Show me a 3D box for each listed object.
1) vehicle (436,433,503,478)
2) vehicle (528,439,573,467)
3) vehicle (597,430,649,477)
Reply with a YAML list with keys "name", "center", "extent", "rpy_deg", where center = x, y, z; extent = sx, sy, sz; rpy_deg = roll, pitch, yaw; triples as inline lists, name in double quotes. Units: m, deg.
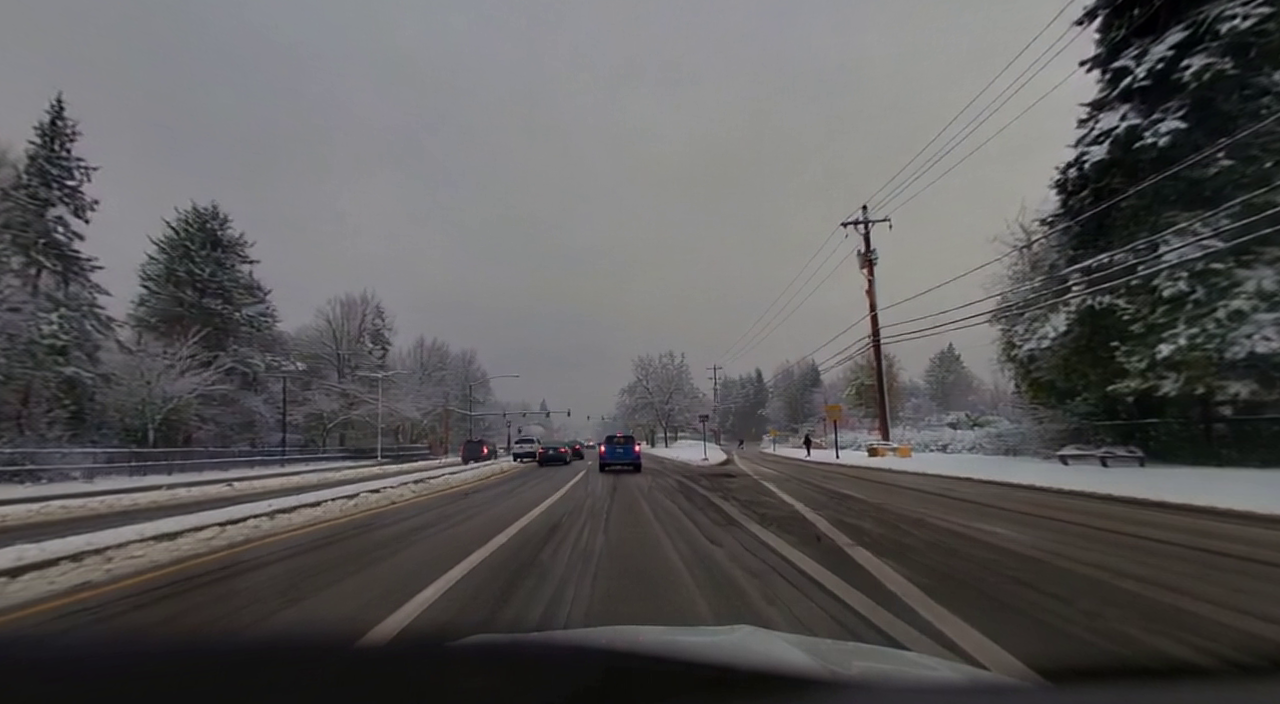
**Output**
- name: "vehicle"
  center: [-6.858, 4.187, 25.828]
  extent: [1.860, 1.634, 4.089]
  rpy_deg: [1, -8, -4]
- name: "vehicle"
  center: [-4.995, 5.685, 35.796]
  extent: [2.087, 1.485, 4.452]
  rpy_deg: [0, -8, -3]
- name: "vehicle"
  center: [-0.742, 4.164, 26.081]
  extent: [2.012, 1.769, 3.897]
  rpy_deg: [1, -8, -3]
